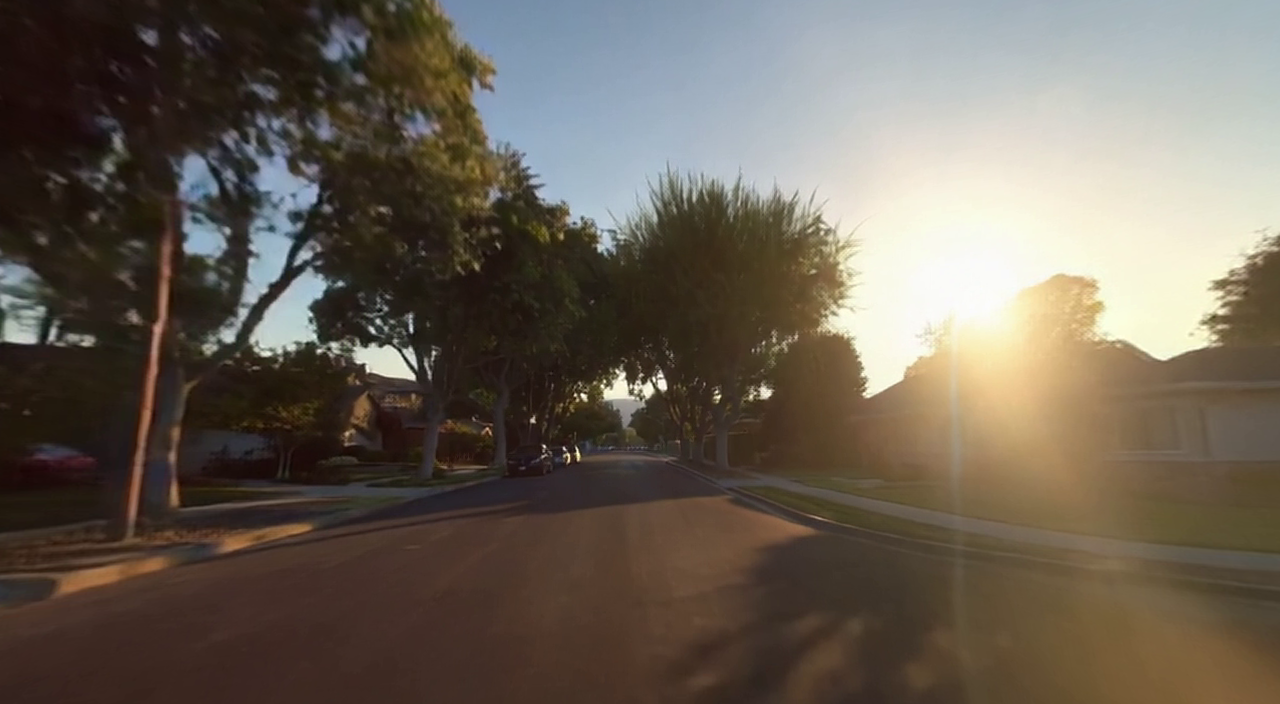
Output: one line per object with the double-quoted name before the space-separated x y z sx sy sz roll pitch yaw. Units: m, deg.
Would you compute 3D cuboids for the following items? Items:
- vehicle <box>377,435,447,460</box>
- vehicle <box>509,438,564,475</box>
"vehicle" -17.340 7.233 48.104 4.546 1.791 1.992 0 -7 -1
"vehicle" -5.784 5.952 36.221 2.341 1.886 5.684 1 -9 -2
